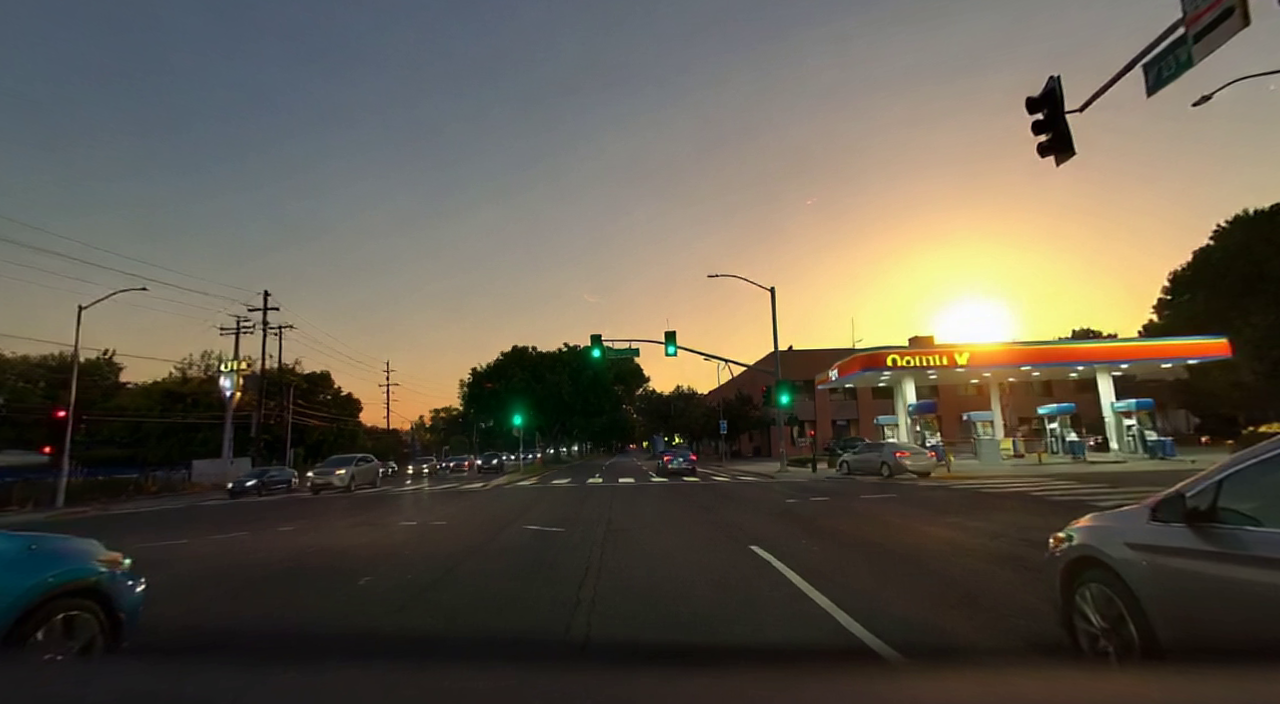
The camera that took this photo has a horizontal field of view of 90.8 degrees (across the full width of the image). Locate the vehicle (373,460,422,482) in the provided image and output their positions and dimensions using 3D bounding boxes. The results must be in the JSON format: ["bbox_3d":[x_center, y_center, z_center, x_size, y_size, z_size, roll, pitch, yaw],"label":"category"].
[{"bbox_3d":[-18.828,9.238,49.250,2.083,1.466,4.565,0,-8,-1],"label":"vehicle"}]

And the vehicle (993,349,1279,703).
[{"bbox_3d":[3.385,0.745,1.780,2.085,1.655,4.459,0,-8,-2],"label":"vehicle"}]

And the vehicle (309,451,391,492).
[{"bbox_3d":[-15.220,6.248,33.477,2.087,1.902,4.848,0,-8,-1],"label":"vehicle"}]

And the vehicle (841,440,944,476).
[{"bbox_3d":[12.941,5.431,32.525,4.419,1.699,2.066,-7,-11,38],"label":"vehicle"}]

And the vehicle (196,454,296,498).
[{"bbox_3d":[-18.848,6.013,30.521,2.005,1.845,4.811,-1,-12,-4],"label":"vehicle"}]

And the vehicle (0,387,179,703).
[{"bbox_3d":[-3.648,0.814,1.628,1.935,1.617,4.045,0,-8,-2],"label":"vehicle"}]
